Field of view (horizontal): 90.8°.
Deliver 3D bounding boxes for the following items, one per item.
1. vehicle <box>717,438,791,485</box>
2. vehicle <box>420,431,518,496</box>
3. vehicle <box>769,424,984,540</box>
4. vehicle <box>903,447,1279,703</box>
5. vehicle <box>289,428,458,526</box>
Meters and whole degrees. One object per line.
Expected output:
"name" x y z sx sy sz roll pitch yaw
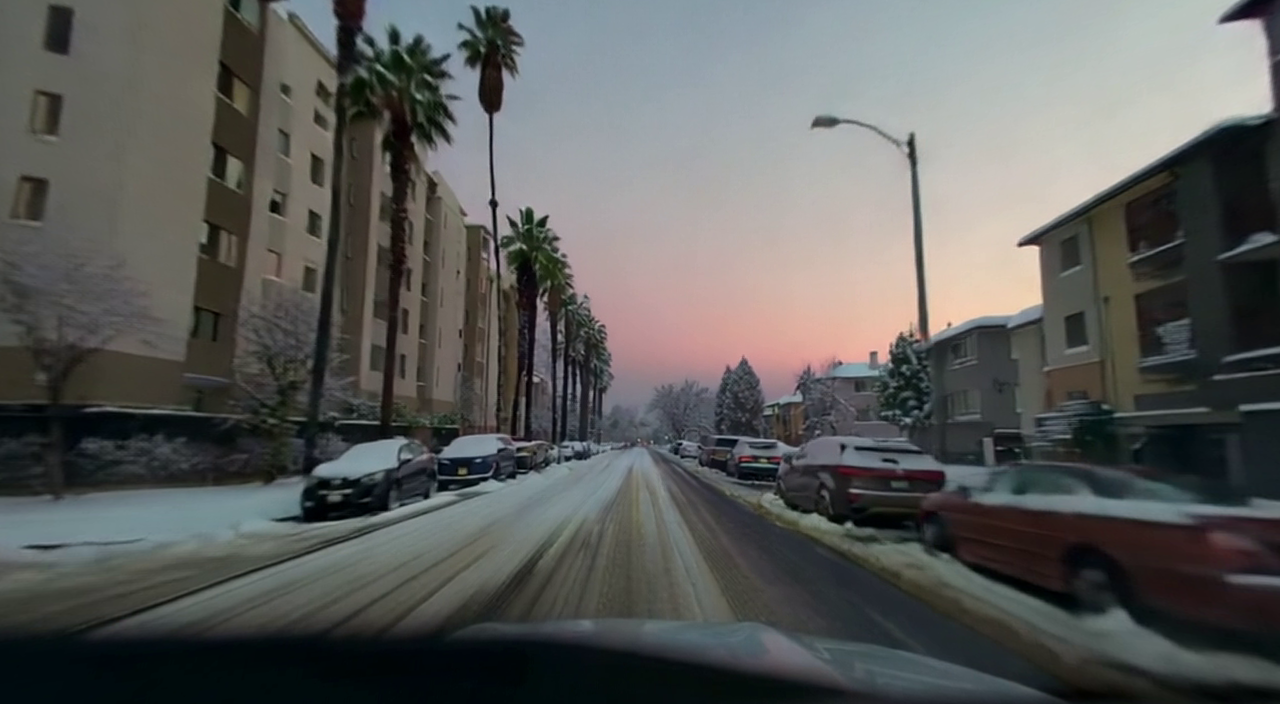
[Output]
"vehicle" 4.546 4.433 26.000 2.220 1.738 4.800 0 -8 0
"vehicle" -5.533 3.634 21.106 2.087 1.896 4.554 0 -8 -1
"vehicle" 4.212 2.401 12.401 2.201 1.787 5.007 0 -8 -1
"vehicle" 4.375 1.602 5.780 1.909 1.449 4.513 0 -8 -1
"vehicle" -5.742 2.713 14.349 1.947 1.806 4.413 2 -8 -1
